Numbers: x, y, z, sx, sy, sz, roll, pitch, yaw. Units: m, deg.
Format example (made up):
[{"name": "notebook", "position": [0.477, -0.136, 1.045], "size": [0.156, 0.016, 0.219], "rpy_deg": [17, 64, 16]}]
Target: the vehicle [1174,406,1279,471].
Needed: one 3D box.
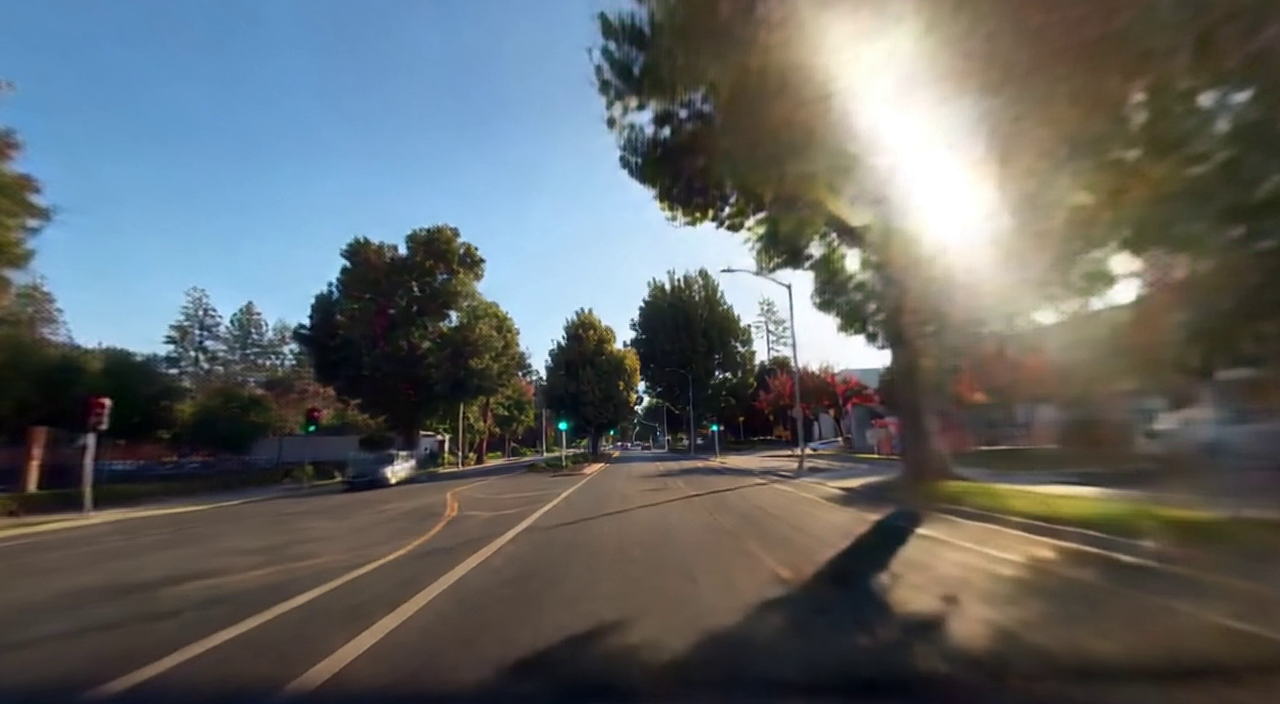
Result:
[{"name": "vehicle", "position": [16.246, 2.146, 15.534], "size": [4.241, 1.472, 2.066], "rpy_deg": [0, -9, -3]}]

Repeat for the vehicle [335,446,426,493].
[{"name": "vehicle", "position": [-10.986, 4.956, 27.056], "size": [2.031, 1.674, 4.573], "rpy_deg": [-4, -8, -1]}]

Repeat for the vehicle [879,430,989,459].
[{"name": "vehicle", "position": [16.368, 5.189, 35.246], "size": [5.124, 1.541, 2.070], "rpy_deg": [0, -10, -1]}]
